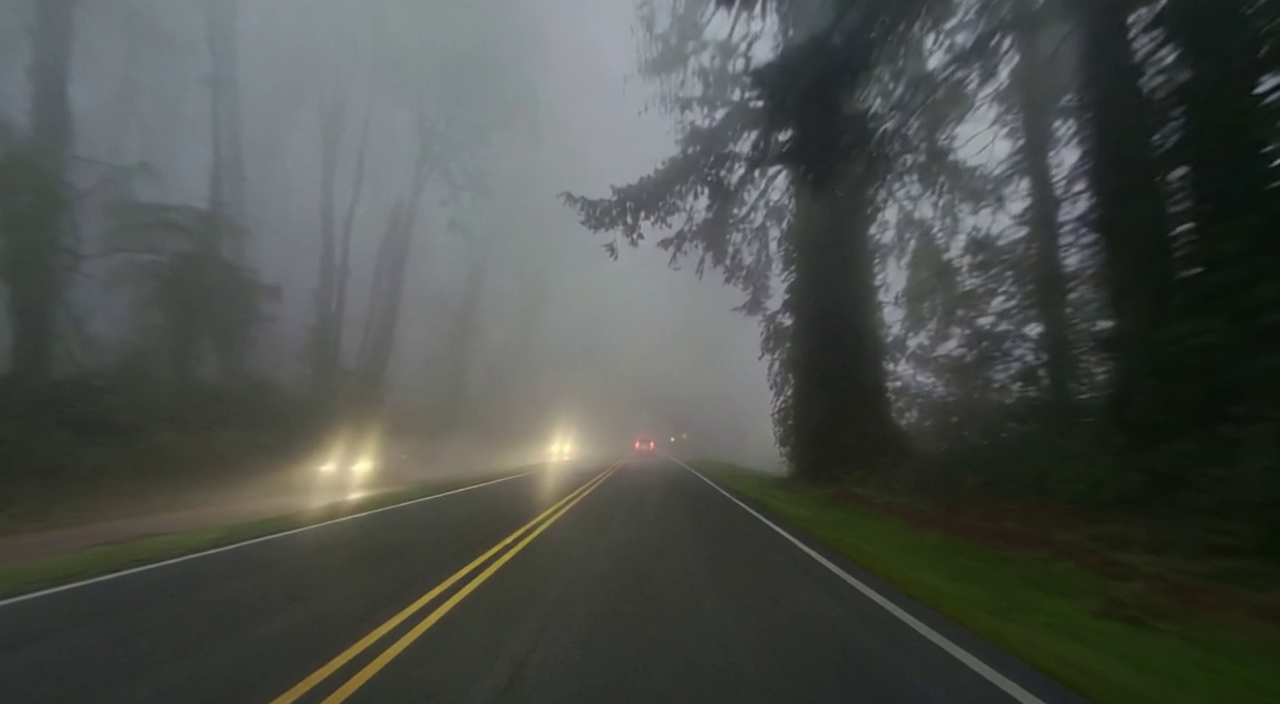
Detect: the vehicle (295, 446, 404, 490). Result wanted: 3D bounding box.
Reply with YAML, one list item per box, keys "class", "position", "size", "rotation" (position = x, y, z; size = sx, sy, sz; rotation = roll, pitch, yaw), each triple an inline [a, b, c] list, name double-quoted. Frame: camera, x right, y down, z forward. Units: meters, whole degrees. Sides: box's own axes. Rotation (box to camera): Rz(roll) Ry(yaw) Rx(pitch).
- class: "vehicle"
  position: [-10.665, 4.263, 23.568]
  size: [1.962, 1.458, 4.322]
  rotation: [0, -8, 1]
